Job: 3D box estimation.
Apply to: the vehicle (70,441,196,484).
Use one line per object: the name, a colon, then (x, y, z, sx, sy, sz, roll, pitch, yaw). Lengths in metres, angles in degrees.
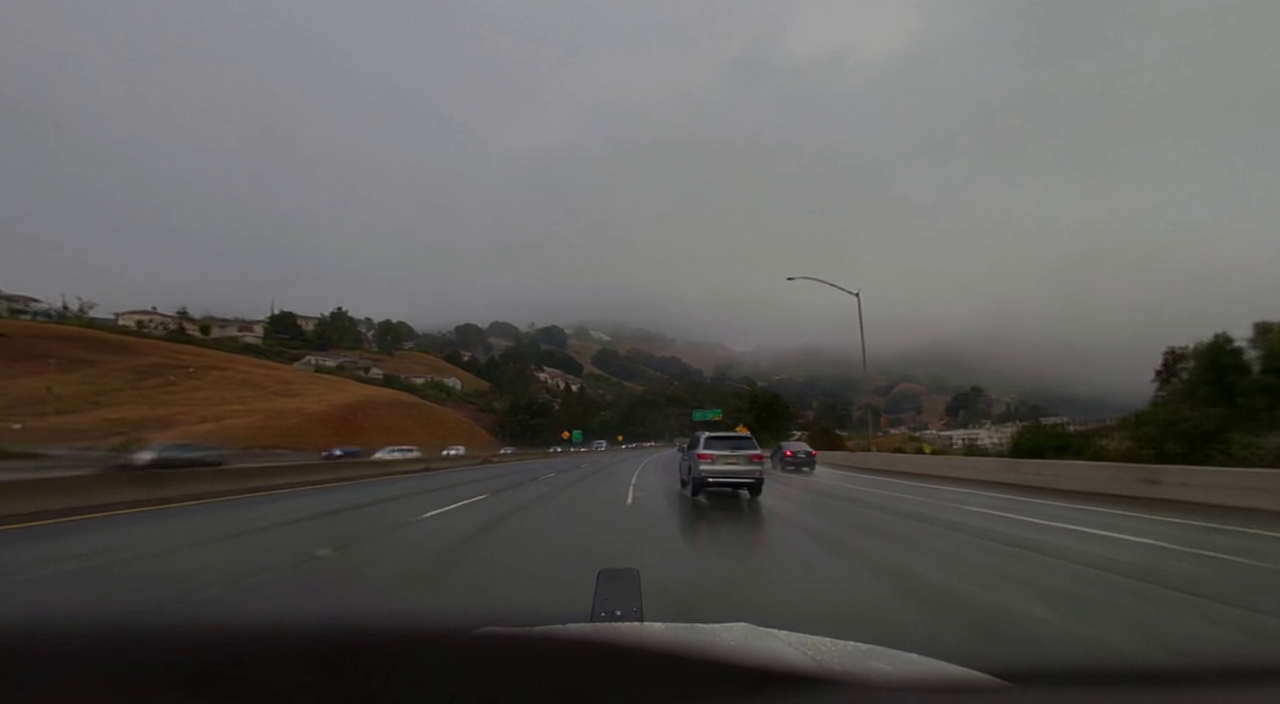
vehicle: (-23.614, 5.132, 29.577, 1.972, 1.860, 4.592, 0, -9, 1)

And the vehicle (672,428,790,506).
vehicle: (2.213, 2.975, 16.753, 2.318, 1.766, 4.587, 0, -8, -2)

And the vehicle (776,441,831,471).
vehicle: (9.909, 6.349, 38.517, 2.043, 1.714, 4.453, 0, -9, -1)

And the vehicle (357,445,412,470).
vehicle: (-19.536, 8.026, 48.289, 2.085, 1.789, 4.669, 0, -8, 2)
